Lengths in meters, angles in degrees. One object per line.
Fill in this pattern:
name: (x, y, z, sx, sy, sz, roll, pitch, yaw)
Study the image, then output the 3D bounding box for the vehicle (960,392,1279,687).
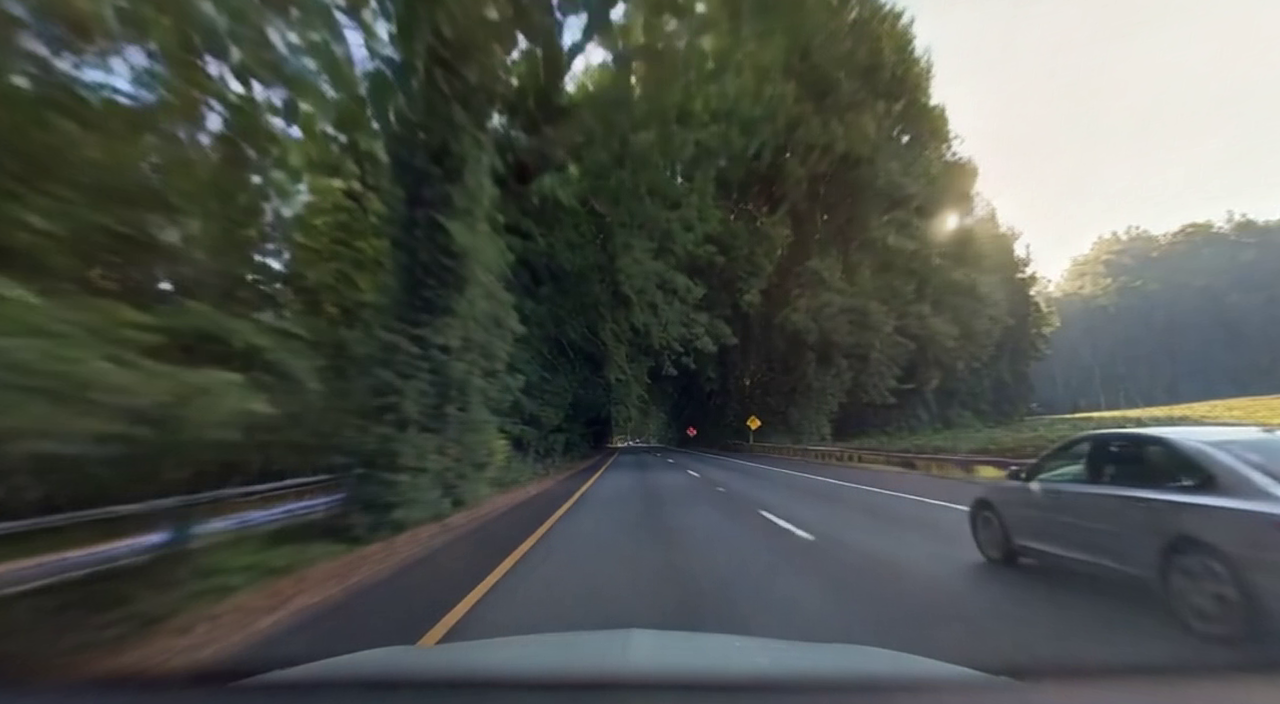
vehicle: (4.276, 1.077, 4.021, 1.905, 1.525, 4.719, 0, -8, -1)
